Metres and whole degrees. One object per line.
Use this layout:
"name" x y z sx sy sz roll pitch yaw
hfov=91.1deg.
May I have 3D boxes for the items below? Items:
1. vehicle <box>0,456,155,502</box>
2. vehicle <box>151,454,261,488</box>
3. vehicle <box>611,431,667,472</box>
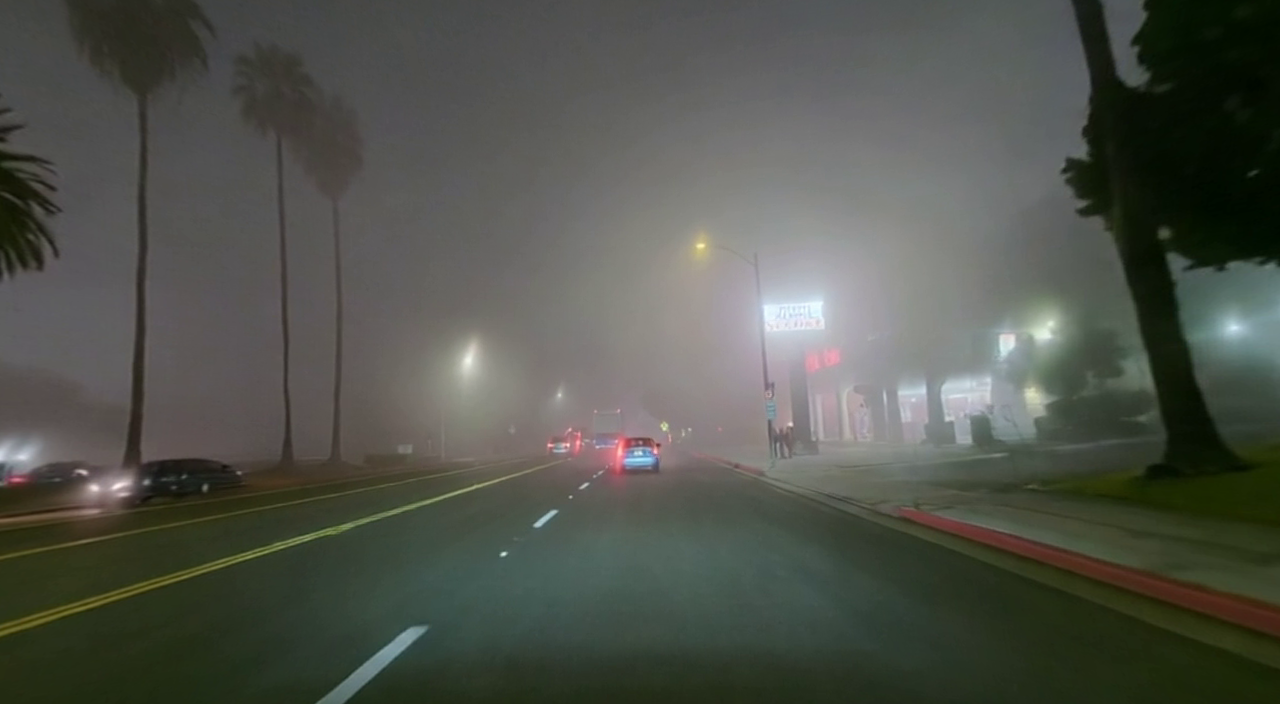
"vehicle" -21.511 4.777 23.802 4.440 1.498 2.001 2 -9 -20
"vehicle" -21.750 5.962 31.727 4.320 1.496 2.046 4 -10 -29
"vehicle" -0.018 4.088 25.974 2.144 1.514 4.063 -1 -8 1
